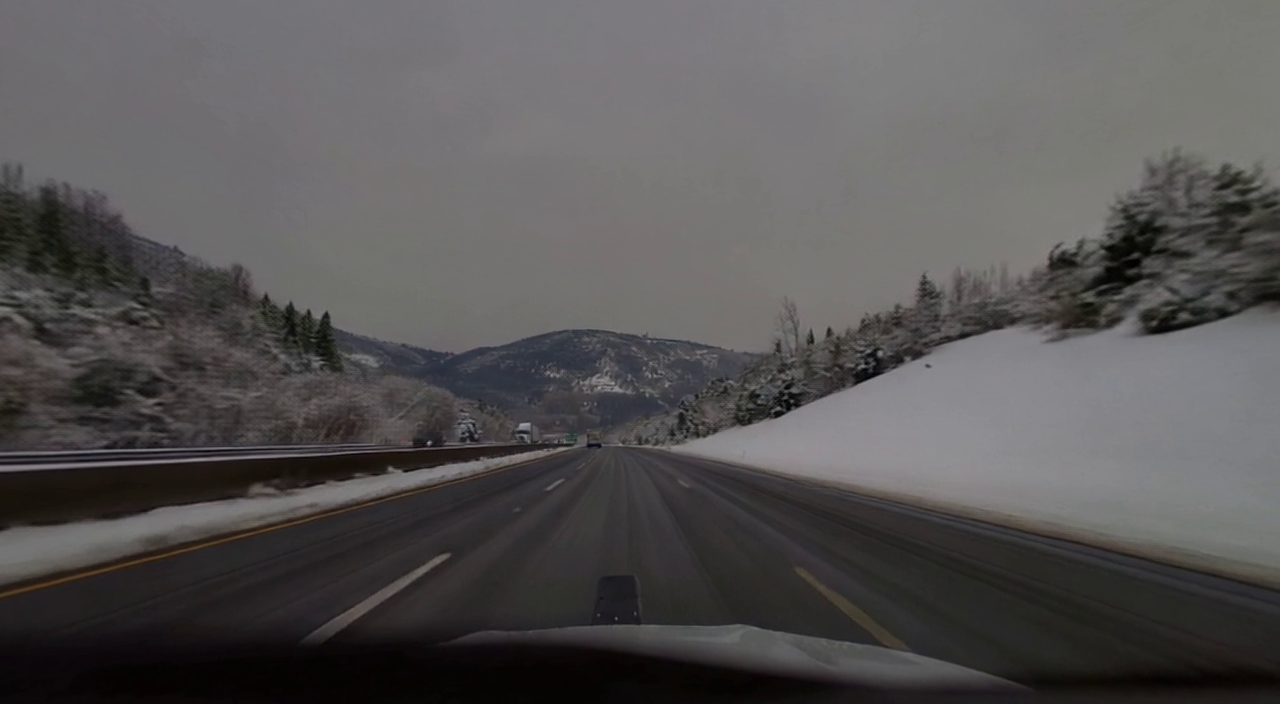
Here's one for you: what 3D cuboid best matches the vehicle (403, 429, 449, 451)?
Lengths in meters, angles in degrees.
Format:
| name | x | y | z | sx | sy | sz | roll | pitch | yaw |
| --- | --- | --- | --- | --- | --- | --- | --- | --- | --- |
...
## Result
| name | x | y | z | sx | sy | sz | roll | pitch | yaw |
| --- | --- | --- | --- | --- | --- | --- | --- | --- | --- |
| vehicle | -16.550 | 6.859 | 48.846 | 2.017 | 1.612 | 4.487 | 0 | -8 | 0 |
